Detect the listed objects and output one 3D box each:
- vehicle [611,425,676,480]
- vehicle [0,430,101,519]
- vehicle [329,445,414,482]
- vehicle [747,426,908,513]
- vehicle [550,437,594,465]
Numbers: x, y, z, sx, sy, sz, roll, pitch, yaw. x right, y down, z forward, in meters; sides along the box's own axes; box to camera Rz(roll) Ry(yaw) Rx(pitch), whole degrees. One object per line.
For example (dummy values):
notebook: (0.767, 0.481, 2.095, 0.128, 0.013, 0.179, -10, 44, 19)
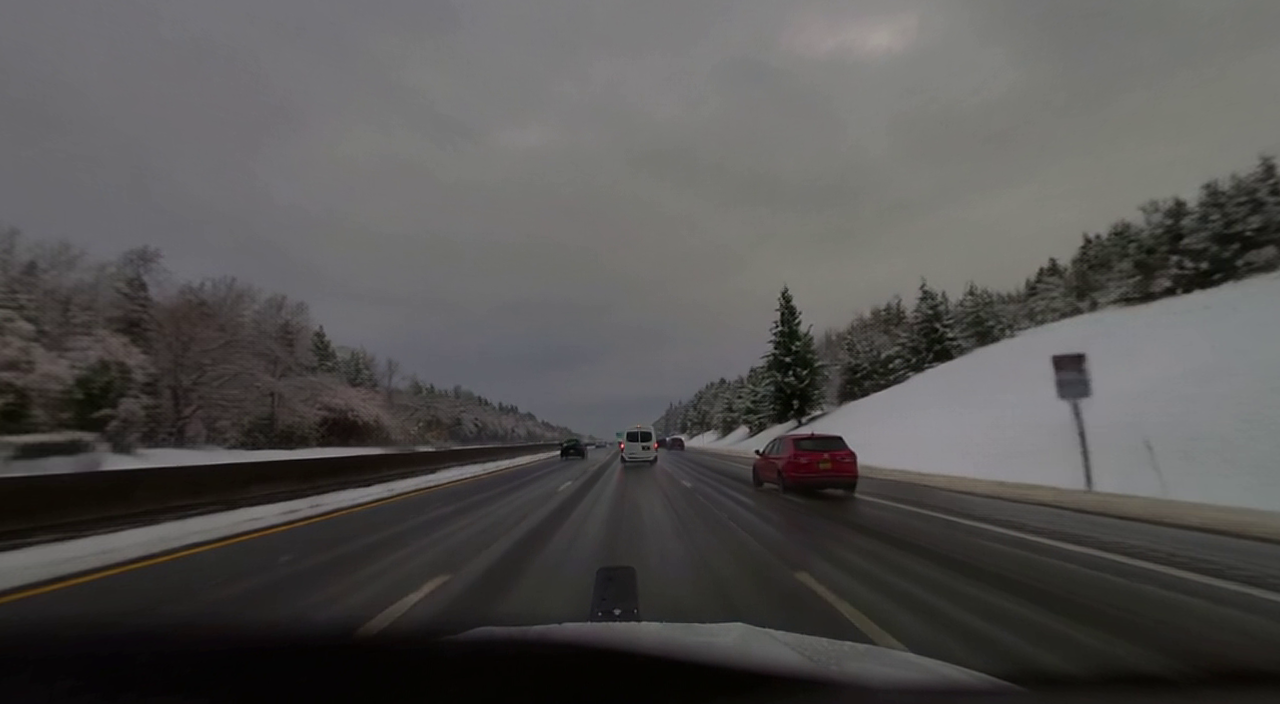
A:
vehicle: (0.079, 3.610, 22.985, 2.159, 1.811, 4.238, 0, -8, -1)
vehicle: (-15.357, 2.712, 13.917, 2.338, 1.946, 5.183, 0, -8, -1)
vehicle: (-12.039, 5.011, 28.657, 1.929, 1.465, 4.604, 0, -8, -1)
vehicle: (3.821, 2.448, 13.849, 1.923, 1.562, 4.691, 0, -8, -2)
vehicle: (-3.872, 5.721, 36.790, 2.093, 1.517, 4.648, 0, -8, -1)
